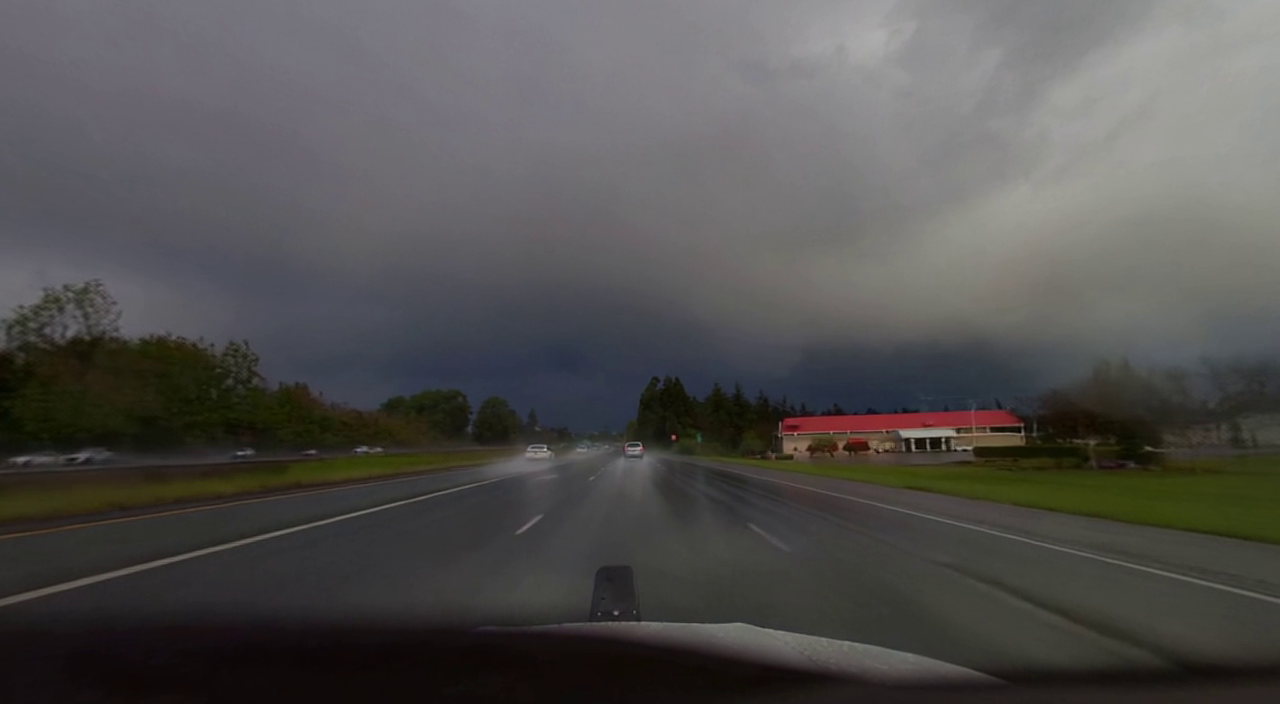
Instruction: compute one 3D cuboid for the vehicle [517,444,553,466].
[{"bbox_3d":[-7.950,7.836,48.343,1.991,1.572,4.314,0,-9,0],"label":"vehicle"}]
